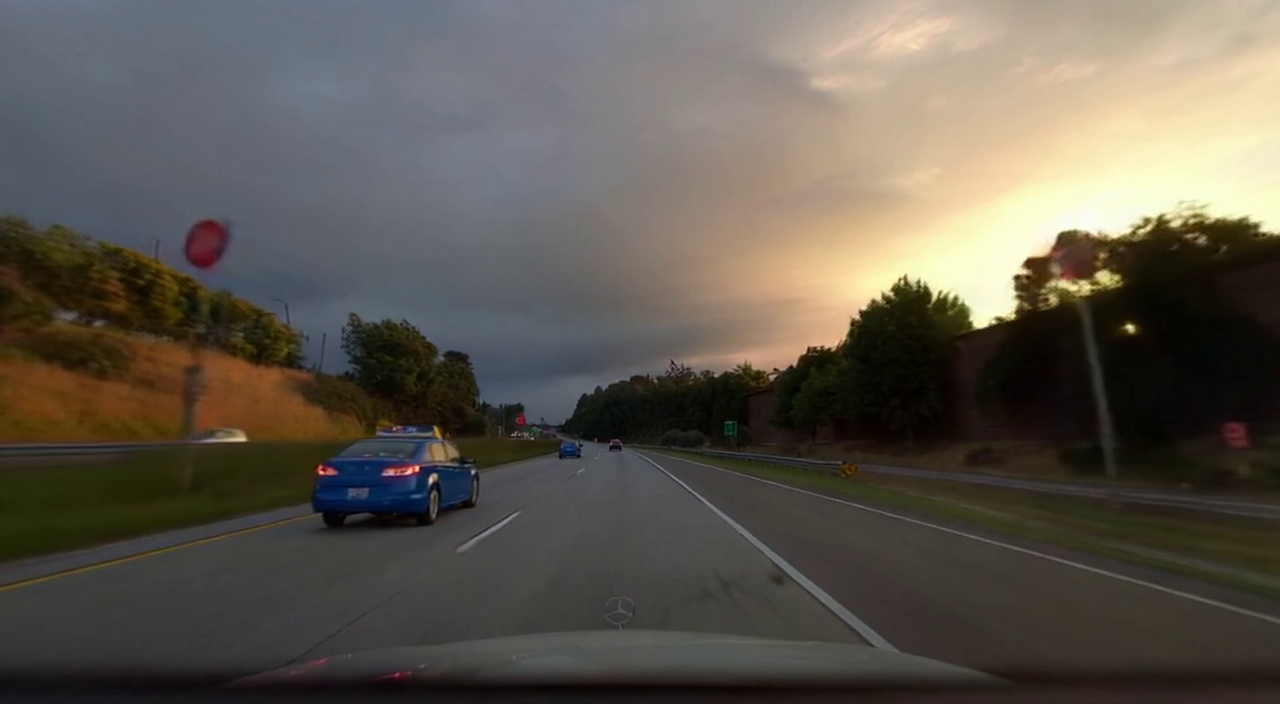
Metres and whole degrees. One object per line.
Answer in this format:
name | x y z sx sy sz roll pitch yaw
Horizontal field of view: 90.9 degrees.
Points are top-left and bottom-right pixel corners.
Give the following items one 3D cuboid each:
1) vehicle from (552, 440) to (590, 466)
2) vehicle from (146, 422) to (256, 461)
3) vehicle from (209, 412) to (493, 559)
vehicle | -3.992 5.892 36.942 1.874 1.369 3.875 0 -8 -1
vehicle | -20.062 4.119 29.098 1.885 1.602 4.497 0 -8 -1
vehicle | -3.752 1.802 9.376 2.047 1.612 4.631 0 -8 0
